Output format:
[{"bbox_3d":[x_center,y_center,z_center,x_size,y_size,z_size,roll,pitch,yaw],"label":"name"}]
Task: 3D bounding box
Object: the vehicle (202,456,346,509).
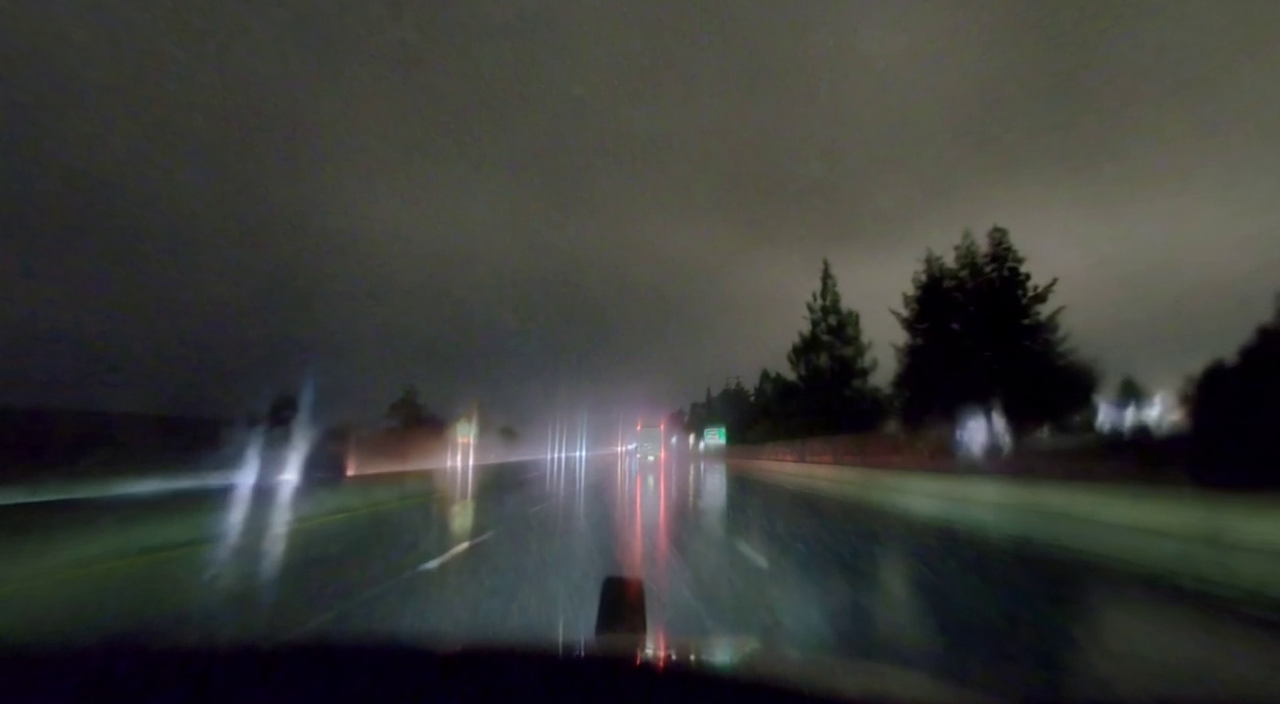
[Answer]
[{"bbox_3d":[-12.524,4.463,22.088,2.030,1.583,4.991,0,-9,0],"label":"vehicle"}]
